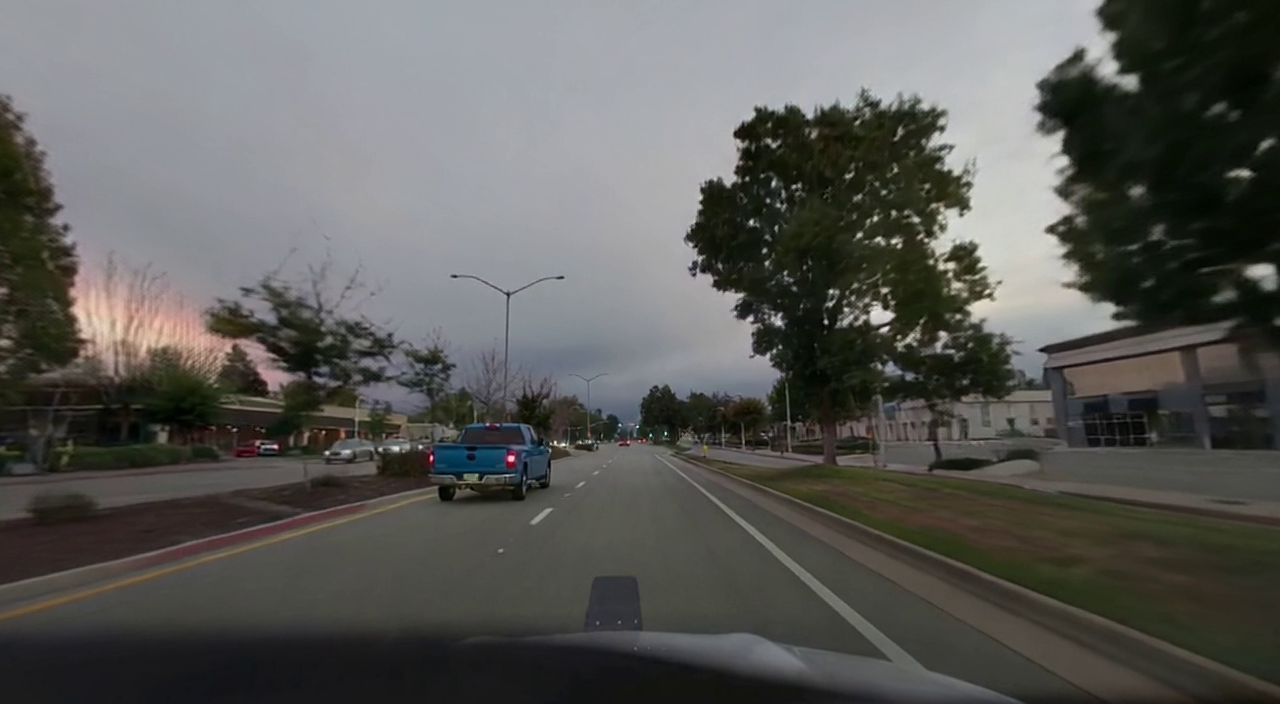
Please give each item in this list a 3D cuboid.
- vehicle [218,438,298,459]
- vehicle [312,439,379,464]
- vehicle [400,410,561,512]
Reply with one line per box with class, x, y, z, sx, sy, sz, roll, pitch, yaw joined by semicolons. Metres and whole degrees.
vehicle;-28.617;7.238;47.213;4.702;1.485;2.024;0;-8;2
vehicle;-18.475;6.255;39.740;1.854;1.472;4.854;0;-8;1
vehicle;-3.157;2.292;13.868;2.065;1.790;5.417;0;-8;1
